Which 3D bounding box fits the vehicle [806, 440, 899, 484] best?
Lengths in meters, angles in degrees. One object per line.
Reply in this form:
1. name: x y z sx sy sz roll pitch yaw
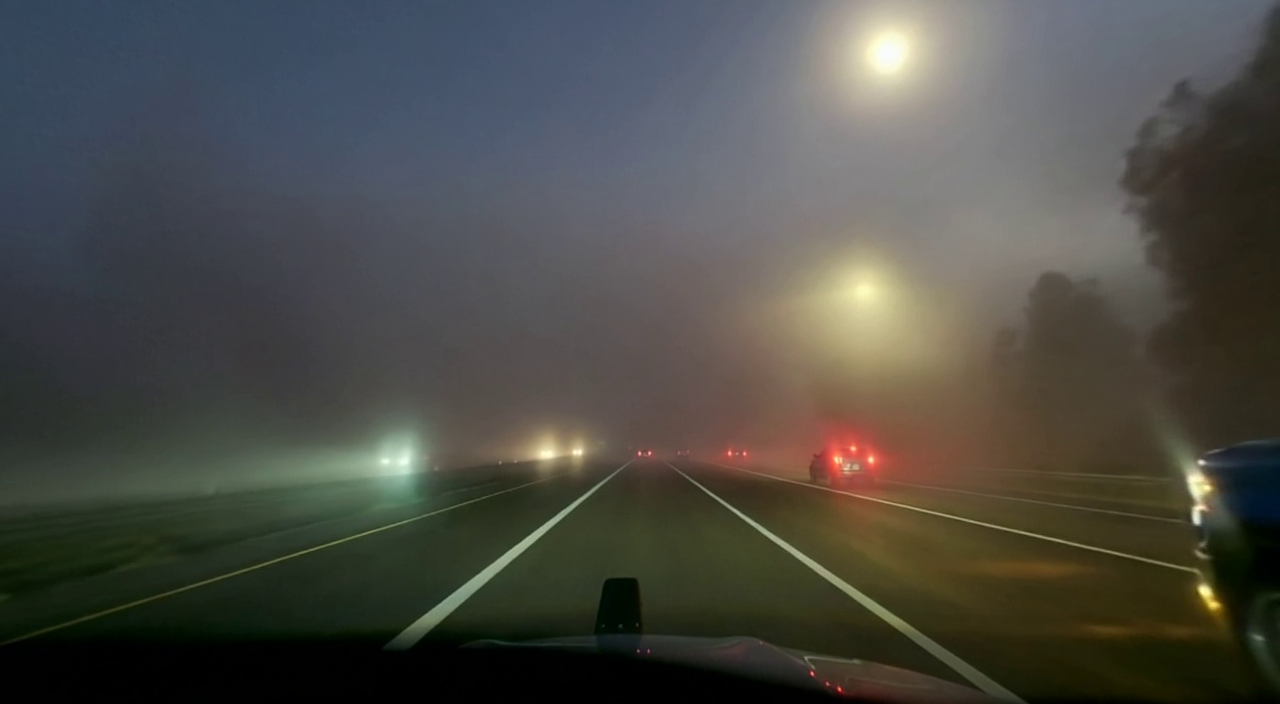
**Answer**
1. vehicle: 7.968 4.164 24.141 1.989 1.526 4.443 0 -9 0
